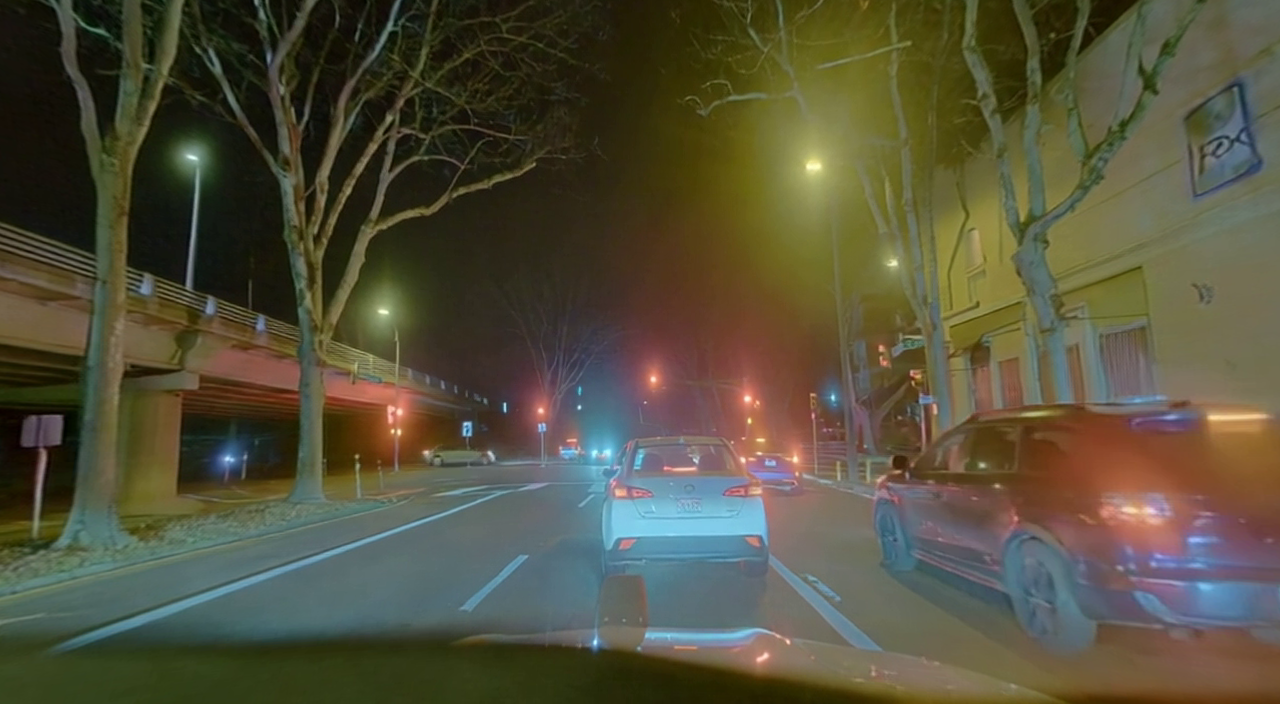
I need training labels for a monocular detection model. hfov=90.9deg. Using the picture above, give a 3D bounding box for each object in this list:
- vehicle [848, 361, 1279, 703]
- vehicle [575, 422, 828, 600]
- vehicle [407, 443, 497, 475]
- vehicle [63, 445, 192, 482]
[{"bbox_3d":[3.610,1.257,5.510,2.062,1.781,4.488,0,-8,0],"label":"vehicle"},{"bbox_3d":[0.535,1.640,7.434,2.101,1.467,4.210,0,-8,1],"label":"vehicle"},{"bbox_3d":[-9.275,5.291,31.499,1.873,1.462,4.283,-4,-9,25],"label":"vehicle"},{"bbox_3d":[-24.915,5.410,30.776,4.474,1.673,2.010,0,-8,1],"label":"vehicle"}]
